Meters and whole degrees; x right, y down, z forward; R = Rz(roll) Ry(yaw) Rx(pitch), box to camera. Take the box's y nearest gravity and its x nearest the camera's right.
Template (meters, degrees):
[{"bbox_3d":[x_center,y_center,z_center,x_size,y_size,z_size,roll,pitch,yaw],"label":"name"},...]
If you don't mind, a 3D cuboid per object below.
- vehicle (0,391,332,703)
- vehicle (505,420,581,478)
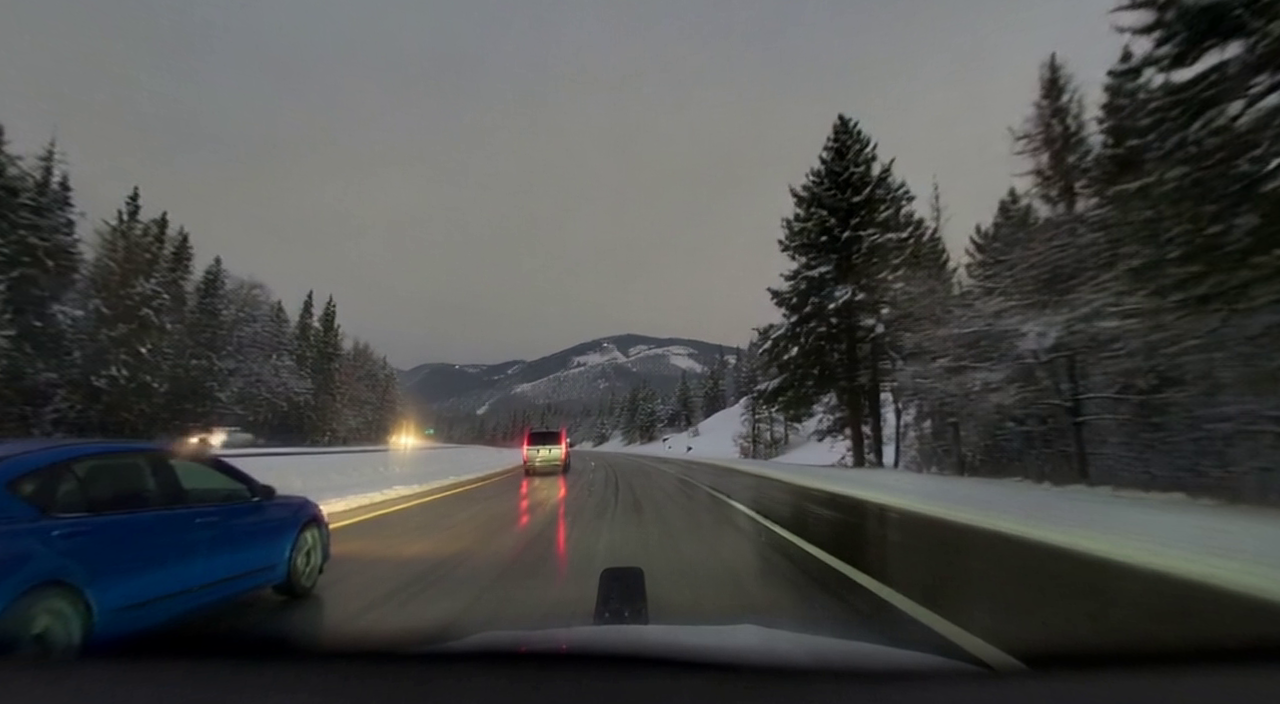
[{"bbox_3d":[-4.133,1.067,3.850,2.097,1.511,4.585,0,-8,1],"label":"vehicle"},{"bbox_3d":[-3.977,4.147,27.014,2.444,2.204,5.568,0,-8,-1],"label":"vehicle"}]
